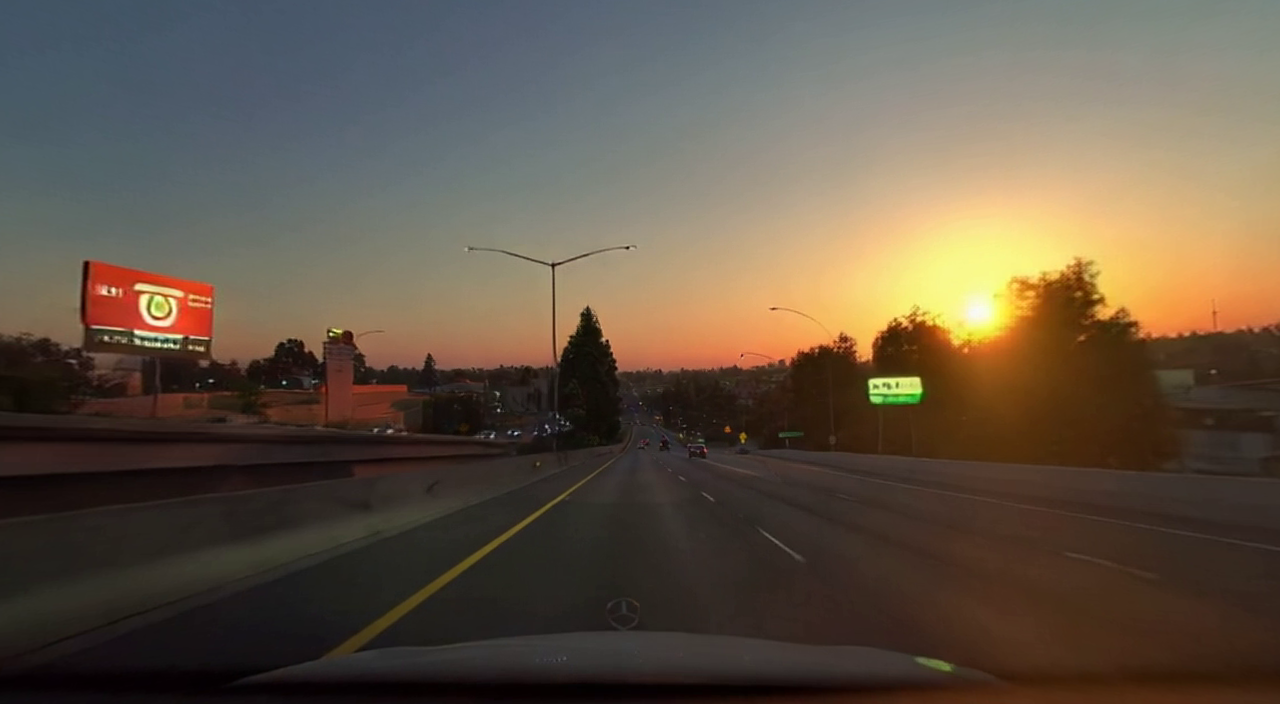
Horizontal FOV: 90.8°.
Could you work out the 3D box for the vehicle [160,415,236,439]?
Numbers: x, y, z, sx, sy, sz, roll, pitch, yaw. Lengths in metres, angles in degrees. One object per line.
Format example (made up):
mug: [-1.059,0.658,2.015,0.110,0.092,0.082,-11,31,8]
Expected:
vehicle: [-29.406,5.037,42.181,1.942,1.478,4.374,0,-8,0]
